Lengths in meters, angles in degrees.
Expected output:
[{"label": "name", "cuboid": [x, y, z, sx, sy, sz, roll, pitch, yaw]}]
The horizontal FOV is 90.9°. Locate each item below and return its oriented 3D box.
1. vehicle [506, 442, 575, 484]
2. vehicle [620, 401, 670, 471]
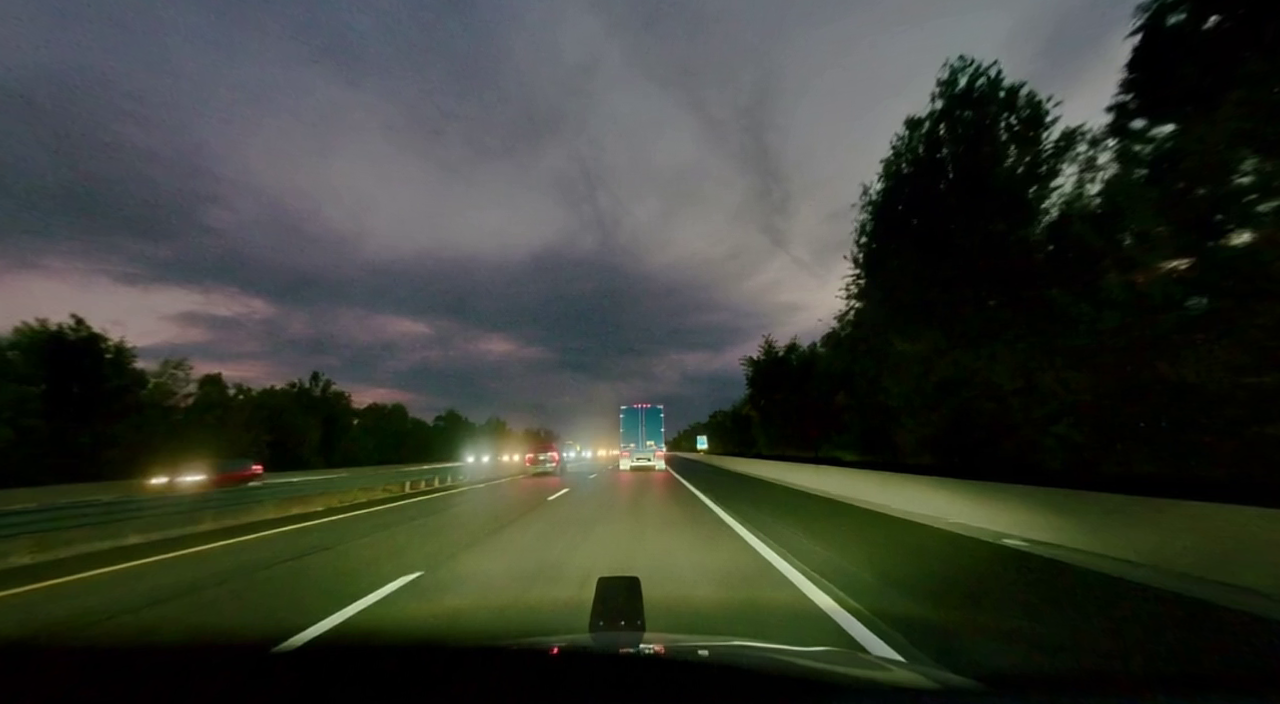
[{"label": "vehicle", "cuboid": [-3.967, 4.490, 25.793, 2.063, 1.583, 4.049, 0, -9, 1]}, {"label": "vehicle", "cuboid": [0.350, 5.576, 41.252, 2.899, 3.966, 10.053, 0, -9, 1]}]
